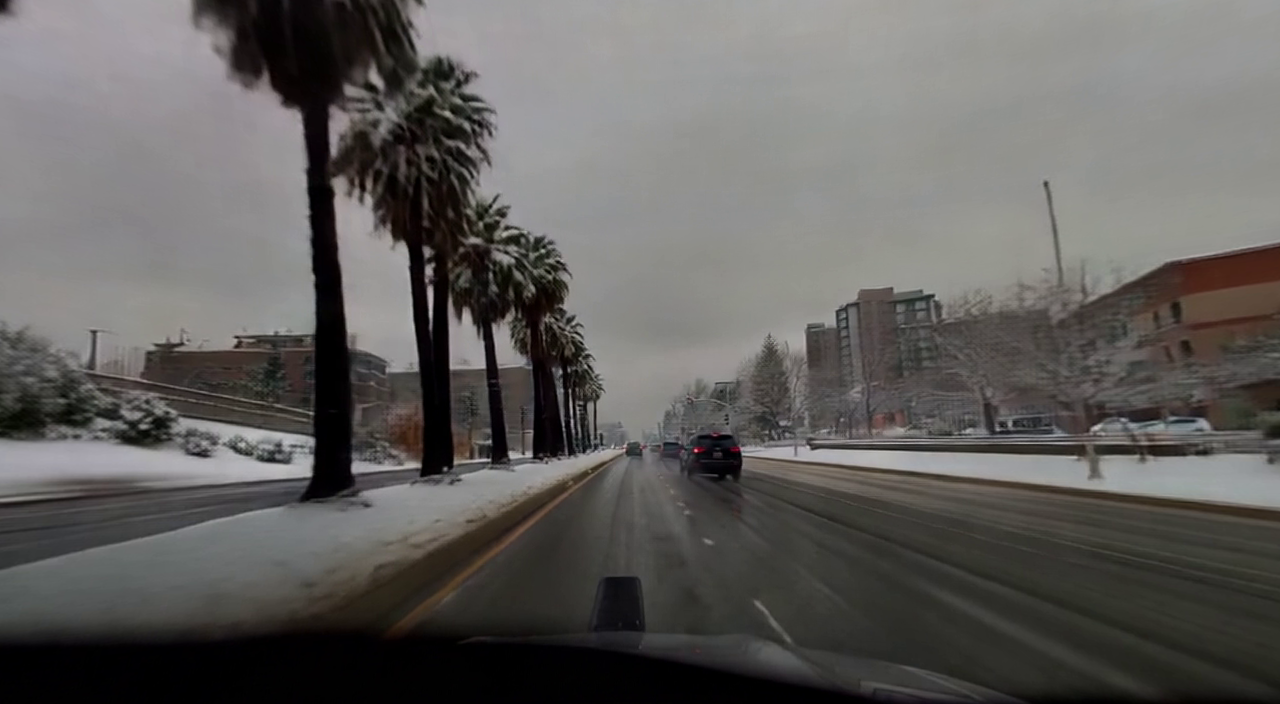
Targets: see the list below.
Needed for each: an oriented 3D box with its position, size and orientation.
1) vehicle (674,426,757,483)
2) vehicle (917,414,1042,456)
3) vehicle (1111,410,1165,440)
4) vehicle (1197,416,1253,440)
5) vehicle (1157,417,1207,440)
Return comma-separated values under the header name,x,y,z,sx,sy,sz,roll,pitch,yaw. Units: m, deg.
name,x,y,z,sx,sy,sz,roll,pitch,yaw
vehicle,2.838,4.072,25.345,2.559,2.017,5.562,0,-9,-1
vehicle,19.284,4.840,36.335,2.305,2.084,6.115,1,-10,-21
vehicle,37.965,5.679,48.333,2.235,2.018,6.593,-5,-10,30
vehicle,41.740,5.481,45.171,1.832,1.394,3.877,-7,-12,27
vehicle,39.465,5.634,46.086,1.928,1.495,3.956,-7,-10,30
